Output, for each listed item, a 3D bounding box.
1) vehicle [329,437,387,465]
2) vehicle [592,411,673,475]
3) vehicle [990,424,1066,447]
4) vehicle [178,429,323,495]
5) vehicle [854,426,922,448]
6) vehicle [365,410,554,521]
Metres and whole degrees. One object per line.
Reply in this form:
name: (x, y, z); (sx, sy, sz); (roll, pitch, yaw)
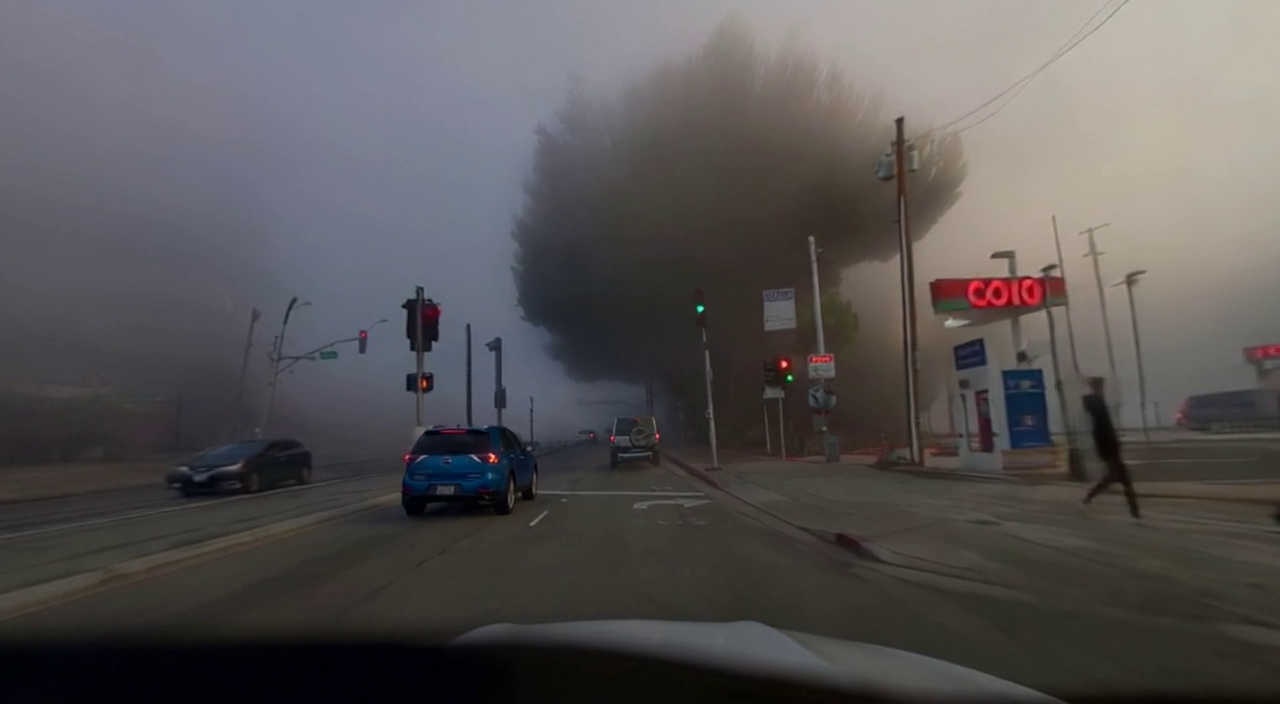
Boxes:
vehicle: (-16.555, 5.843, 37.127); (1.719, 1.523, 3.864); (0, -8, -1)
vehicle: (-0.220, 3.252, 22.588); (2.552, 1.999, 5.498); (0, -8, 0)
vehicle: (28.876, 6.206, 46.898); (4.403, 1.484, 1.952); (-1, -9, -5)
vehicle: (-12.031, 3.400, 19.845); (1.912, 1.831, 4.314); (0, -8, -3)
vehicle: (17.503, 6.047, 44.558); (3.997, 1.496, 1.907); (1, -8, -11)
vehicle: (-3.190, 2.151, 12.471); (2.247, 1.734, 4.919); (0, -8, 1)
